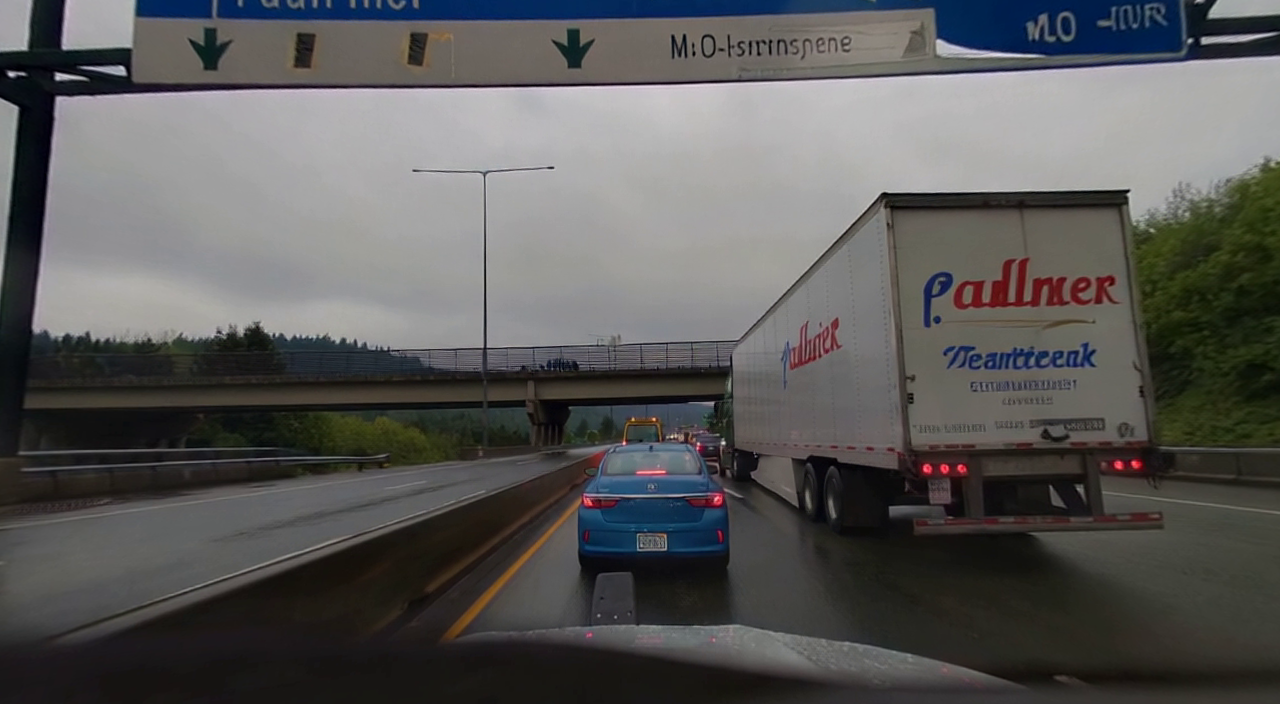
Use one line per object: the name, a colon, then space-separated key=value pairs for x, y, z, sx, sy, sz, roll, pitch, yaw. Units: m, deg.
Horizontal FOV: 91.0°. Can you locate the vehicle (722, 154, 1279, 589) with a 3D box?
vehicle: x=4.216 y=1.075 z=12.980 sx=2.827 sy=4.081 sz=14.305 roll=0 pitch=-8 yaw=-1

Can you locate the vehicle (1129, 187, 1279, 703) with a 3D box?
vehicle: x=4.729 y=0.124 z=0.661 sx=2.892 sy=2.615 sz=6.650 roll=0 pitch=-8 yaw=-2

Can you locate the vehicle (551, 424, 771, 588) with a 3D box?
vehicle: x=0.184 y=1.697 z=7.747 sx=2.045 sy=1.490 sz=3.597 roll=-1 pitch=-8 yaw=0
